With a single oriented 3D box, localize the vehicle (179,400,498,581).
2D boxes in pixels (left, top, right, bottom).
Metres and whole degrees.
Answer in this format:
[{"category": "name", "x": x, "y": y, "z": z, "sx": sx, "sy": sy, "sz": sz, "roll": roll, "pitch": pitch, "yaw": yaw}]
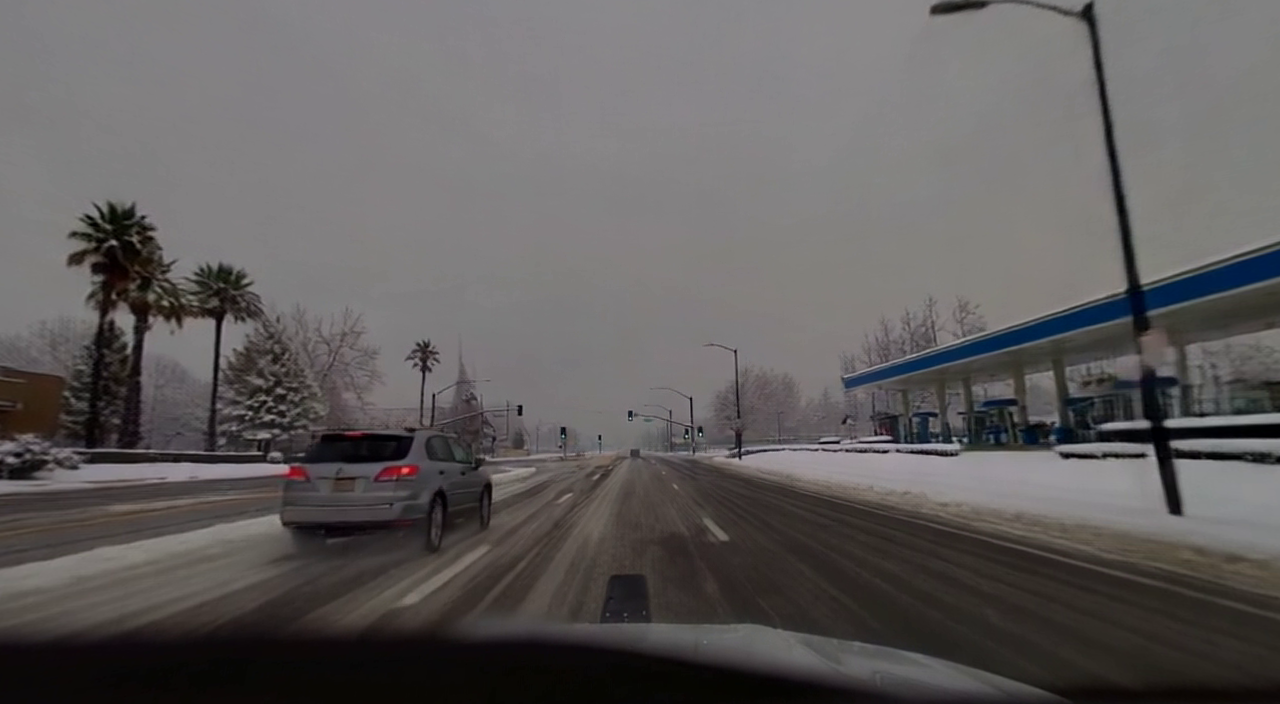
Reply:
[{"category": "vehicle", "x": -3.456, "y": 1.686, "z": 8.458, "sx": 2.011, "sy": 1.756, "sz": 4.478, "roll": 0, "pitch": -9, "yaw": 0}]
